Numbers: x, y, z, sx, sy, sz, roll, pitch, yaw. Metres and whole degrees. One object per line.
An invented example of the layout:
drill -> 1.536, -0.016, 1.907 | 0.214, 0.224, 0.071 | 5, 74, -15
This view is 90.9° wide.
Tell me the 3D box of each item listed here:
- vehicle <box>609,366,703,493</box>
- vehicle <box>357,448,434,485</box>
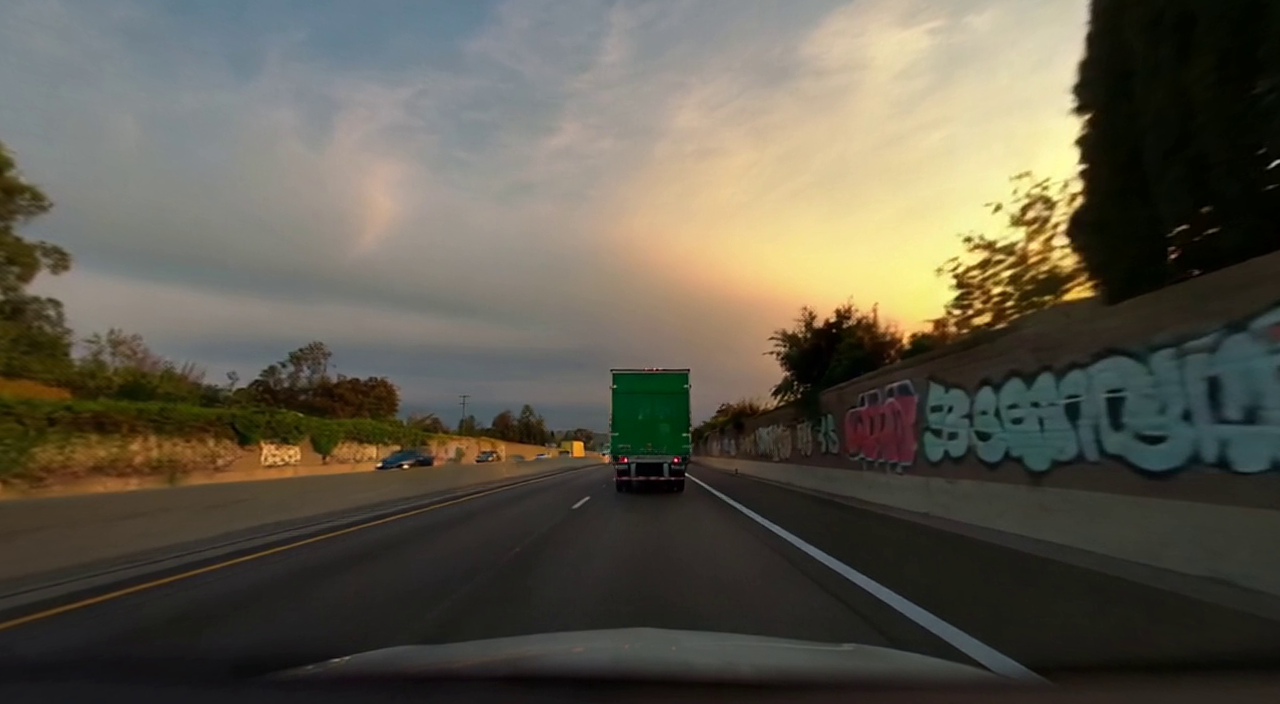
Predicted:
vehicle -> 0.372, 3.181, 24.658 | 2.900, 3.955, 10.151 | 0, -9, -1
vehicle -> -11.833, 5.562, 30.872 | 1.911, 1.661, 4.392 | 0, -9, 2
